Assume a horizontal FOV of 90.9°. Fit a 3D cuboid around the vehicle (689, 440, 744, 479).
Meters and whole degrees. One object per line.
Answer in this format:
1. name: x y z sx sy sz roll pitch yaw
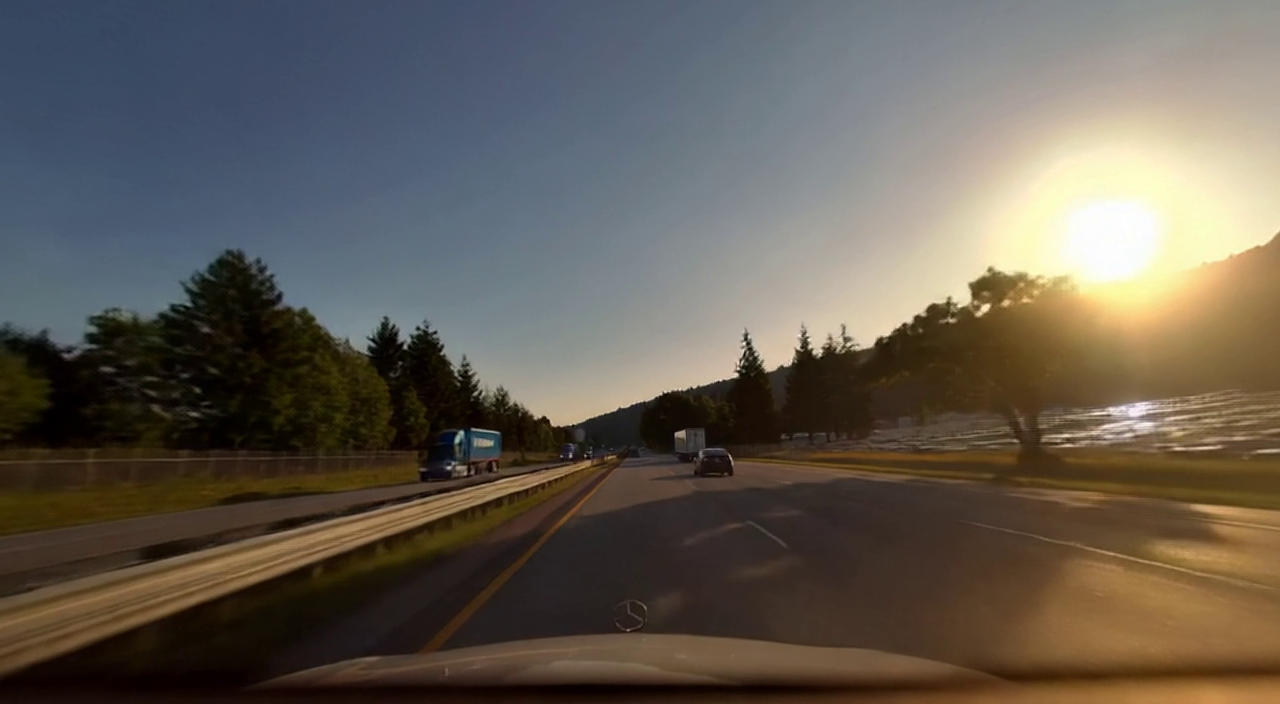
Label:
1. vehicle: 3.696 5.290 31.210 2.093 1.742 4.167 0 -9 -1
